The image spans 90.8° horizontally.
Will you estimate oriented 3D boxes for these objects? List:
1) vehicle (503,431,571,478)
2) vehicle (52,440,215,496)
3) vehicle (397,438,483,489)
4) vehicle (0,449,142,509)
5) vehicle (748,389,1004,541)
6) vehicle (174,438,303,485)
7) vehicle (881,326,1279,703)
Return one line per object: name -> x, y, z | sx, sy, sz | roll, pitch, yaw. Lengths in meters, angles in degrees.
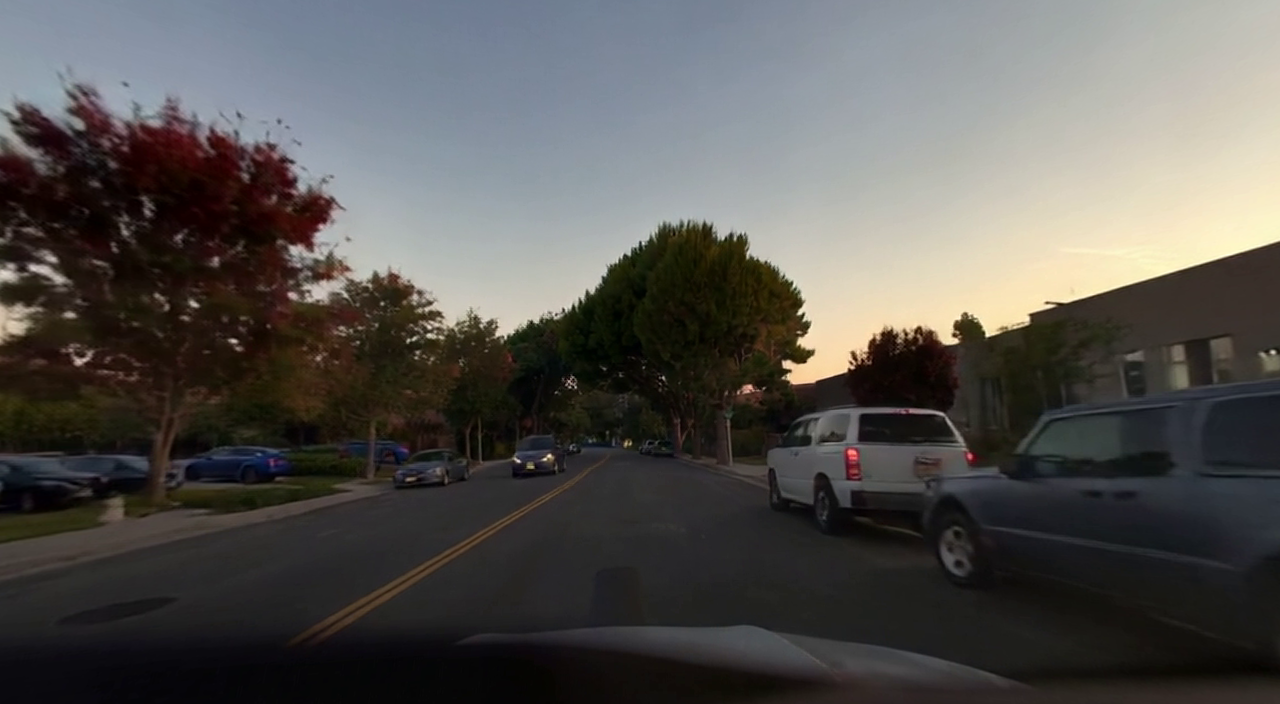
vehicle -> -4.150, 4.223, 26.238 | 2.088, 1.772, 4.375 | 0, -8, 0
vehicle -> -15.926, 3.597, 19.869 | 4.394, 1.577, 2.006 | -4, -9, 22
vehicle -> -7.449, 4.164, 23.942 | 1.928, 1.537, 4.439 | -5, -8, -3
vehicle -> -15.902, 3.314, 16.900 | 4.400, 1.399, 2.047 | -4, -9, 22
vehicle -> 3.614, 1.883, 11.093 | 2.393, 2.012, 5.060 | 0, -8, -2
vehicle -> -15.898, 4.302, 25.031 | 4.696, 1.681, 1.905 | -4, -9, 24
vehicle -> 3.837, 1.000, 4.300 | 2.094, 1.789, 5.286 | 0, -8, -3
